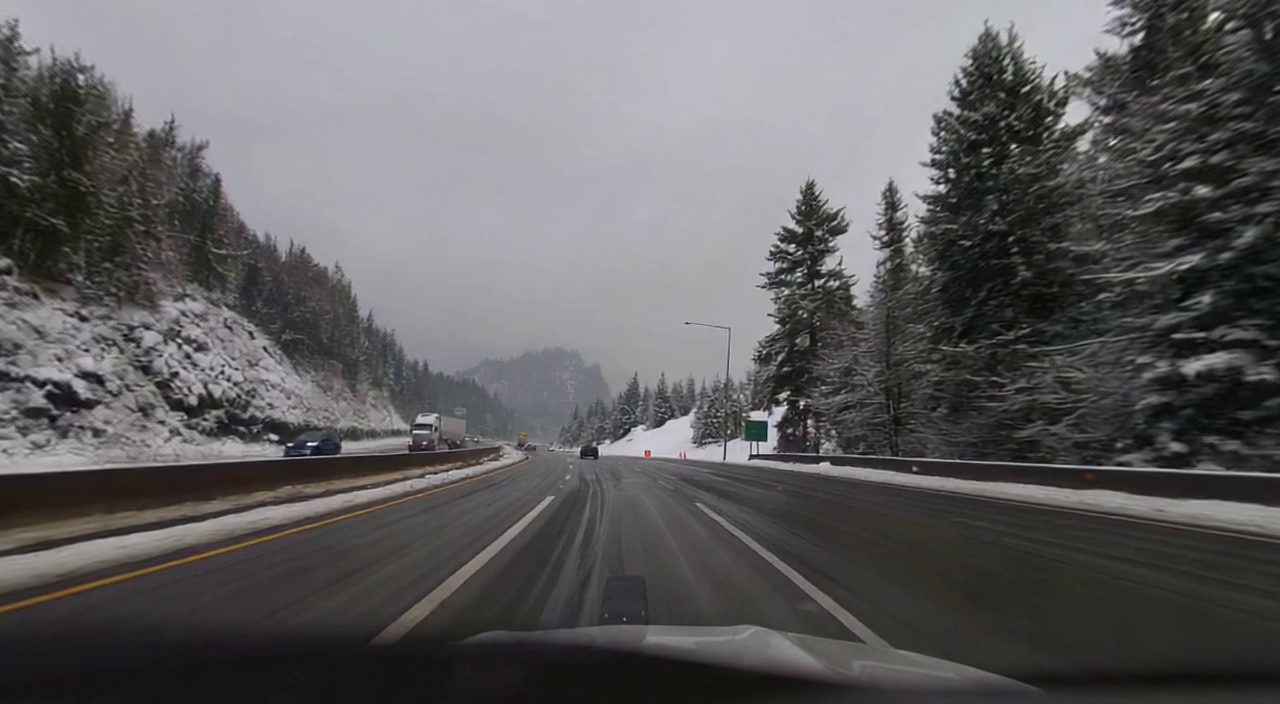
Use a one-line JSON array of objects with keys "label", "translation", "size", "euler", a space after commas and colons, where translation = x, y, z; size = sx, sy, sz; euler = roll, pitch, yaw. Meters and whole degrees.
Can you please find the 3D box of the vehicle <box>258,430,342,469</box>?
[{"label": "vehicle", "translation": [-17.921, 5.172, 33.547], "size": [1.991, 1.881, 4.980], "euler": [1, -9, -4]}]
